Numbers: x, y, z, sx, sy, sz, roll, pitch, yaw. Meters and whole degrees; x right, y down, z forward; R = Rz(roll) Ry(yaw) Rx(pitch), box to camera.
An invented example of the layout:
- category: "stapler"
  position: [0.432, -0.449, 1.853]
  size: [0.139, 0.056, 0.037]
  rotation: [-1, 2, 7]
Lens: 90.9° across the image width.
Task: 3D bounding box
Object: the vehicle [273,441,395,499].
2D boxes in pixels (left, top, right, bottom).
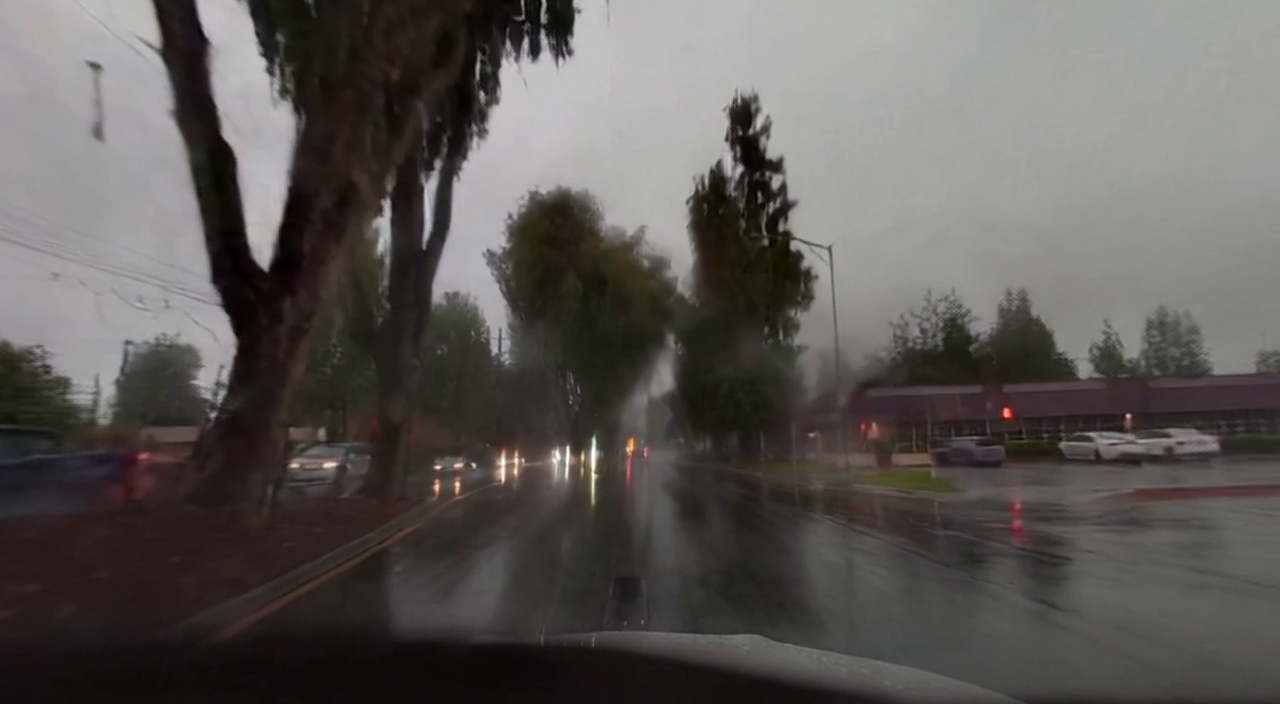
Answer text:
- category: "vehicle"
  position: [-10.753, 4.150, 22.629]
  size: [2.000, 1.817, 4.624]
  rotation: [-1, -8, 1]

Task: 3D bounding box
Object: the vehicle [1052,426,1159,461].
- category: "vehicle"
  position: [24.304, 4.867, 33.159]
  size: [1.996, 1.723, 4.576]
  rotation: [0, -10, -1]

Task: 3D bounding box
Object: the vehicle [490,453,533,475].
- category: "vehicle"
  position: [-9.826, 8.554, 48.518]
  size: [2.084, 1.517, 5.096]
  rotation: [-1, -8, 2]

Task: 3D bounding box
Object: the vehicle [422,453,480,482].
- category: "vehicle"
  position: [-10.861, 6.638, 36.585]
  size: [1.873, 1.516, 4.339]
  rotation: [0, -8, 2]

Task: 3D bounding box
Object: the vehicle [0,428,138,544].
- category: "vehicle"
  position: [-10.801, 2.068, 9.739]
  size: [2.189, 1.747, 4.651]
  rotation: [0, -8, 1]

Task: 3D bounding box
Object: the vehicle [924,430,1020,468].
- category: "vehicle"
  position: [16.998, 5.019, 32.625]
  size: [2.021, 1.753, 4.941]
  rotation: [-1, -9, -4]

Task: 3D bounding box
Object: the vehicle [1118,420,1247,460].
- category: "vehicle"
  position: [27.011, 4.510, 31.654]
  size: [2.040, 1.829, 4.826]
  rotation: [0, -10, -1]
